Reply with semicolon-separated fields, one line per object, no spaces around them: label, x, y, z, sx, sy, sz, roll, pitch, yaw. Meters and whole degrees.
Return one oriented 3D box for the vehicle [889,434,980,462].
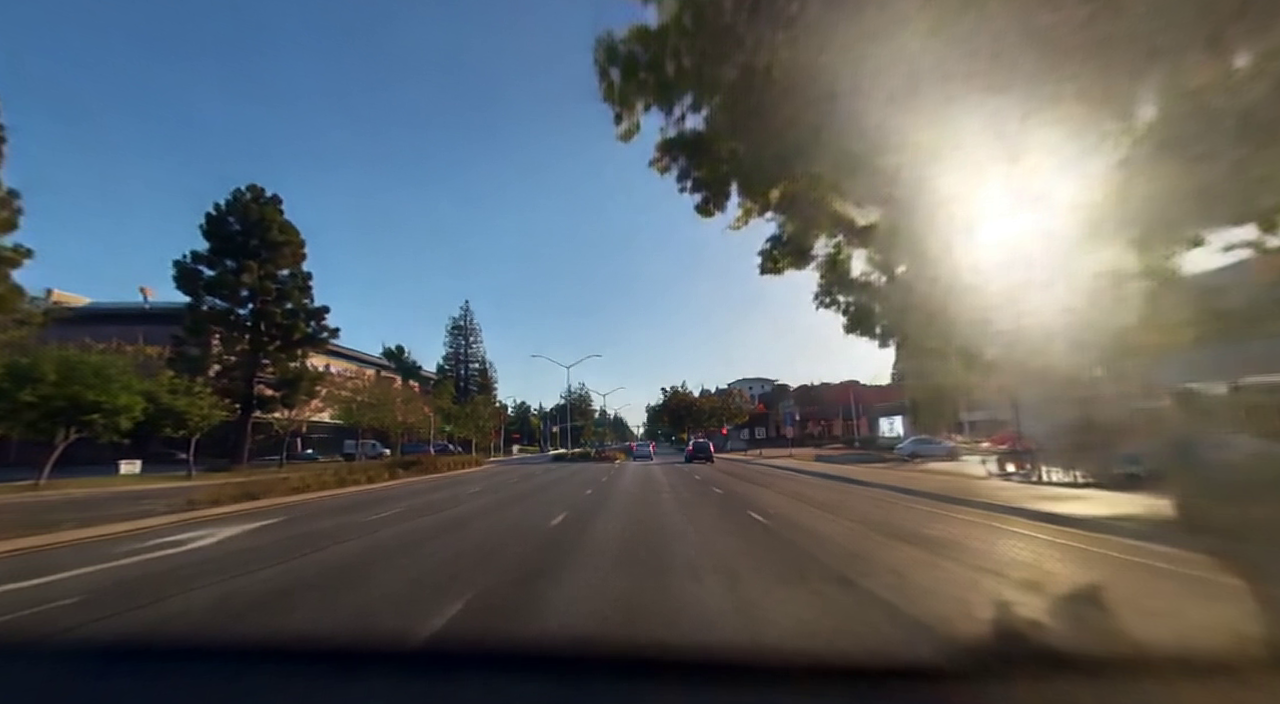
vehicle;17.153;5.611;36.842;4.233;1.562;2.143;0;-8;1

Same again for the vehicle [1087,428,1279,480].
vehicle;16.901;3.150;19.463;4.685;1.478;1.849;-1;-9;2

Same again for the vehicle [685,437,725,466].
vehicle;4.031;6.261;39.679;2.007;1.683;4.171;0;-8;-1
